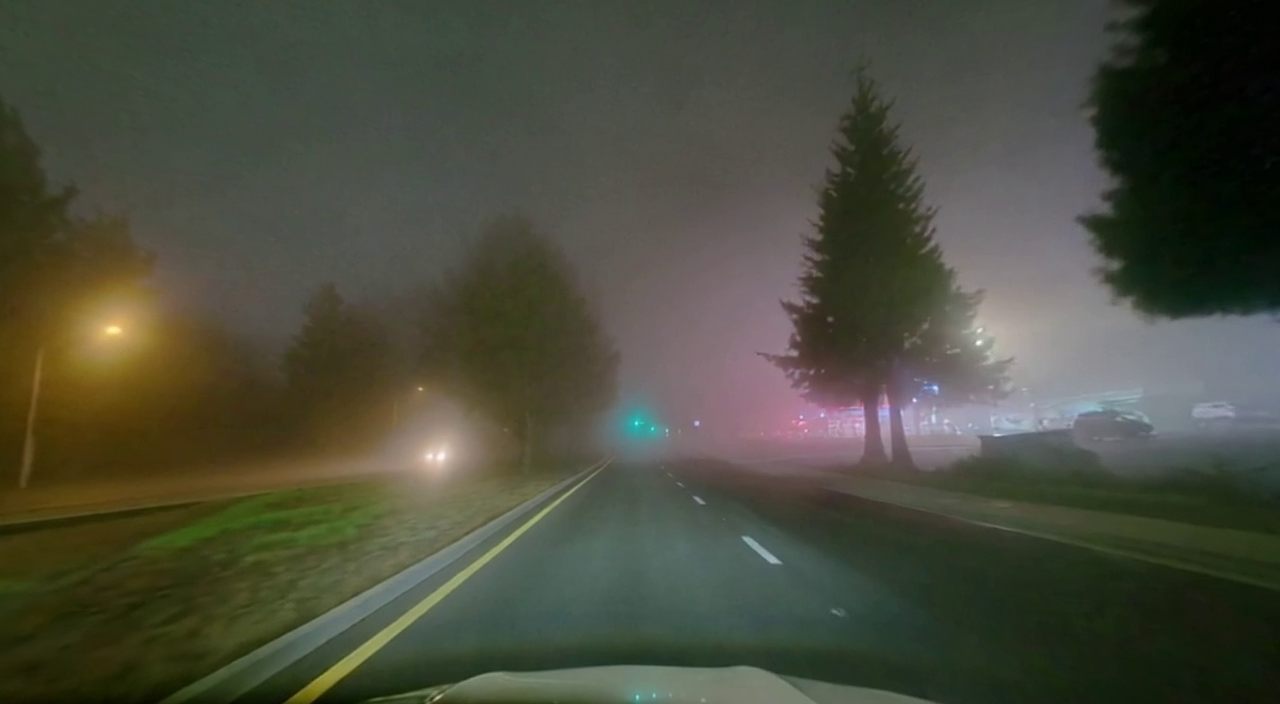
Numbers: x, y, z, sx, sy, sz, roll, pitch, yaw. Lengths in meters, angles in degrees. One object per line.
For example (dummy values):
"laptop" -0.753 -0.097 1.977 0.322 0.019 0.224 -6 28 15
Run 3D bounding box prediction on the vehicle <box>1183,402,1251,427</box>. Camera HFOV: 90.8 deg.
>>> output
"vehicle" 43.986 4.813 48.134 4.497 1.696 1.939 4 -9 -23

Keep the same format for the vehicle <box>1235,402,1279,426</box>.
"vehicle" 45.097 4.473 45.408 4.188 1.566 1.854 4 -9 -25

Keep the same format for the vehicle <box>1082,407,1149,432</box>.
"vehicle" 32.155 4.578 42.707 3.905 1.420 1.692 0 -9 -23

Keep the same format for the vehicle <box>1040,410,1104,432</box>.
"vehicle" 30.844 4.934 45.116 3.747 1.423 1.776 1 -10 -21
